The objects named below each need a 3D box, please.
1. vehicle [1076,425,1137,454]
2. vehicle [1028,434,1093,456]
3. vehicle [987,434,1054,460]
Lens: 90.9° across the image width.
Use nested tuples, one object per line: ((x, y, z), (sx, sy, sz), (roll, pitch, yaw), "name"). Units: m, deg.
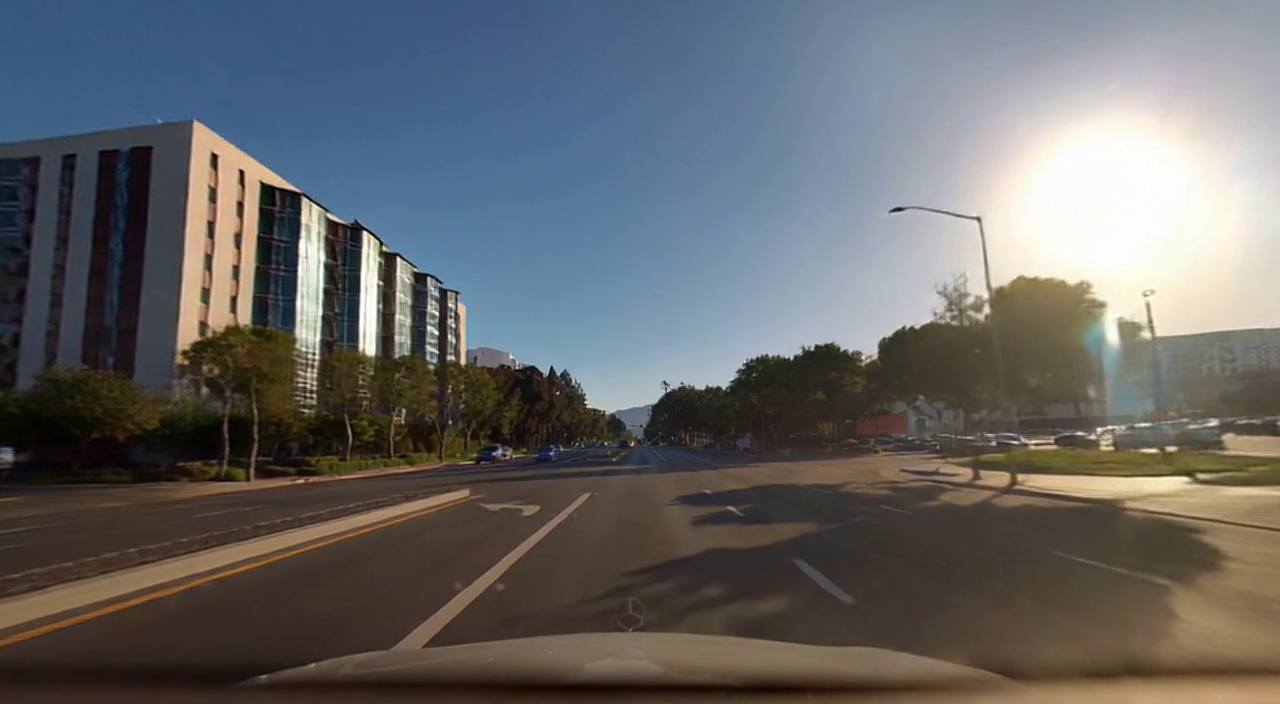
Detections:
((36.759, 6.897, 49.574), (5.504, 1.957, 2.290), (3, -10, -39), "vehicle")
((29.659, 6.571, 44.413), (4.702, 1.464, 1.807), (5, -10, -30), "vehicle")
((25.068, 6.255, 41.468), (4.512, 1.648, 1.938), (6, -10, -34), "vehicle")
